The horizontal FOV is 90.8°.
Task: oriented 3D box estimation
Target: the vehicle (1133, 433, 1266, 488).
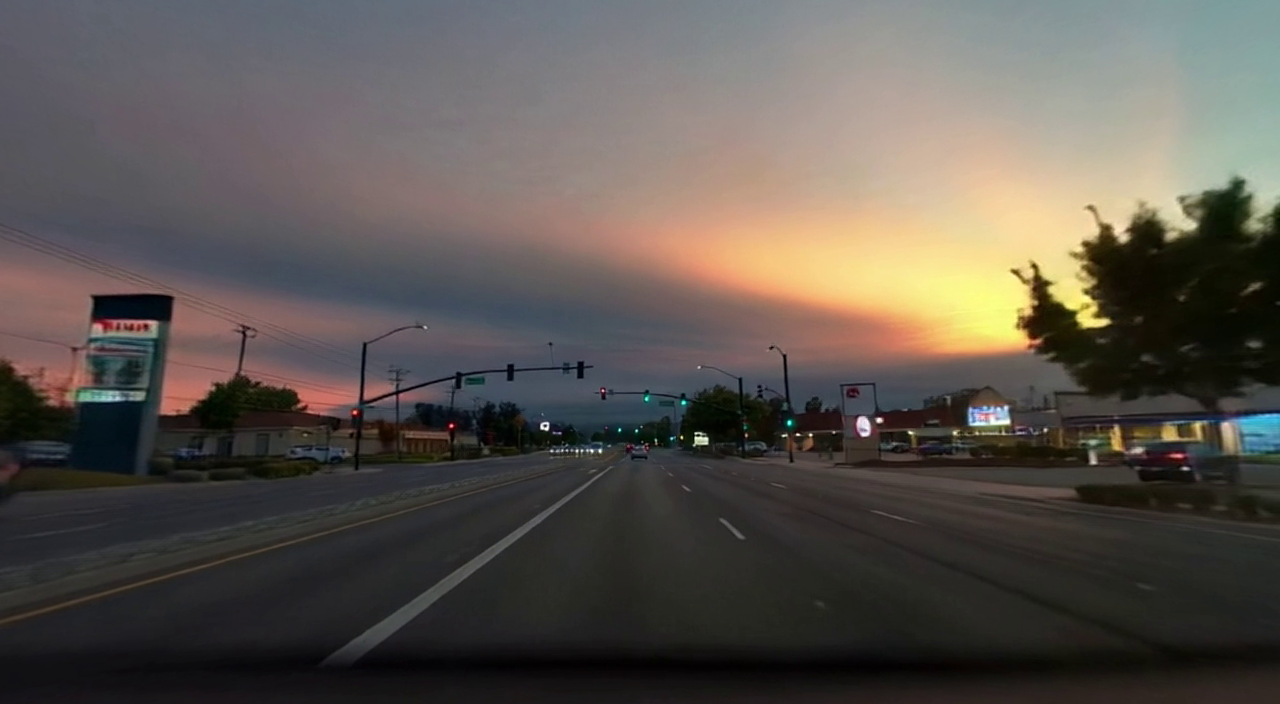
[{"bbox_3d":[19.574,3.752,22.062,4.717,1.714,1.985,5,-10,-31],"label":"vehicle"}]
